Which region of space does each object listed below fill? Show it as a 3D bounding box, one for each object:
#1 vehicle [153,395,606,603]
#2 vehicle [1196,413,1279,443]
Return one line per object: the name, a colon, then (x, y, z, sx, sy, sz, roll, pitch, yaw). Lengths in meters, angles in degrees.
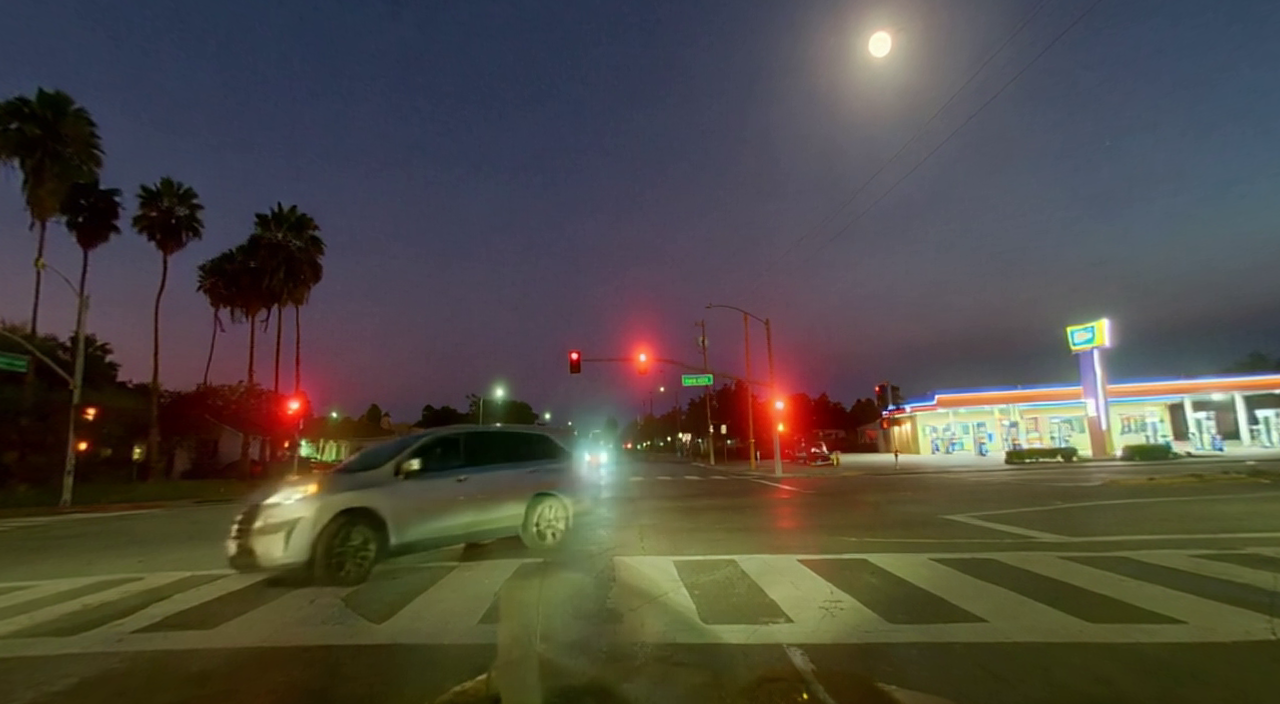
vehicle: (-2.840, 1.680, 8.237, 1.952, 1.817, 5.086, -7, -11, 37)
vehicle: (38.299, 4.792, 39.967, 4.488, 1.447, 1.765, -5, -8, -1)
